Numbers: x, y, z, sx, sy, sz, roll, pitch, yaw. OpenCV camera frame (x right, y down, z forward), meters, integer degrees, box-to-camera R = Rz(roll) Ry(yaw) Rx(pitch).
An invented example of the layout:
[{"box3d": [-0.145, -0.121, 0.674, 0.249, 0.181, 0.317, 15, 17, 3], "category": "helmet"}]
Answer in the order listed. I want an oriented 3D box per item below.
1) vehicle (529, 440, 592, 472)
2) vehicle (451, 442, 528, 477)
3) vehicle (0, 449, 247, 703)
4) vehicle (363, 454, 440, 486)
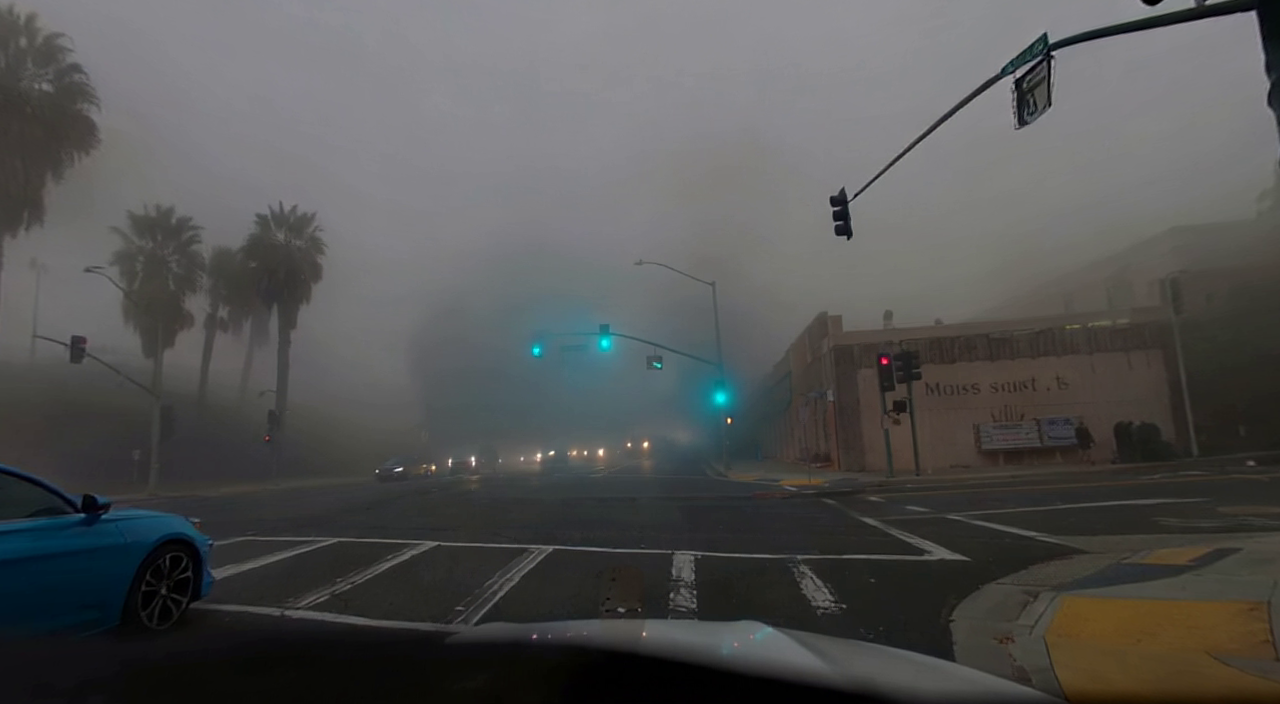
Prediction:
[{"box3d": [-4.536, 6.065, 36.939, 2.092, 1.709, 4.775, -2, -9, 13], "category": "vehicle"}, {"box3d": [-8.437, 6.108, 36.104, 2.152, 1.825, 5.406, -2, -9, 11], "category": "vehicle"}, {"box3d": [-3.699, 1.020, 2.247, 1.850, 1.325, 4.295, 0, -9, 0], "category": "vehicle"}, {"box3d": [-12.665, 6.282, 33.878, 1.880, 1.440, 4.418, -4, -9, 9], "category": "vehicle"}]
